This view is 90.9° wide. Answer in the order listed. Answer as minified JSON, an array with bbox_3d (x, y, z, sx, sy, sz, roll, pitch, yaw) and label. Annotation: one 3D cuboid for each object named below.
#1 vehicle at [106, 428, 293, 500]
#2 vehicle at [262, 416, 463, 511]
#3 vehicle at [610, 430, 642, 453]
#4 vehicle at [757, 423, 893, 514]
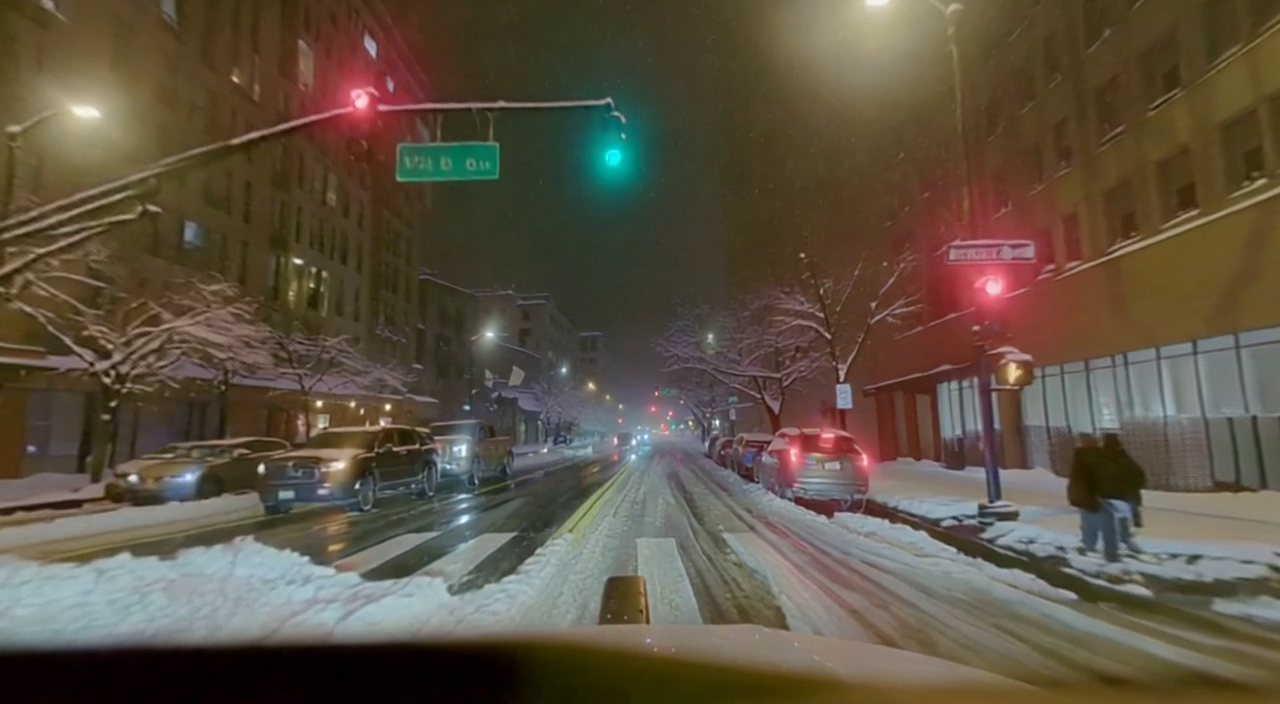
[{"bbox_3d":[-11.347,2.868,16.662,1.933,1.628,3.973,0,-8,2],"label":"vehicle"},{"bbox_3d":[-5.238,2.143,12.703,1.942,1.559,4.298,0,-8,2],"label":"vehicle"},{"bbox_3d":[-0.916,6.194,43.582,1.973,1.496,3.713,0,-8,2],"label":"vehicle"},{"bbox_3d":[4.011,2.568,14.443,1.924,1.765,3.954,0,-8,0],"label":"vehicle"}]
